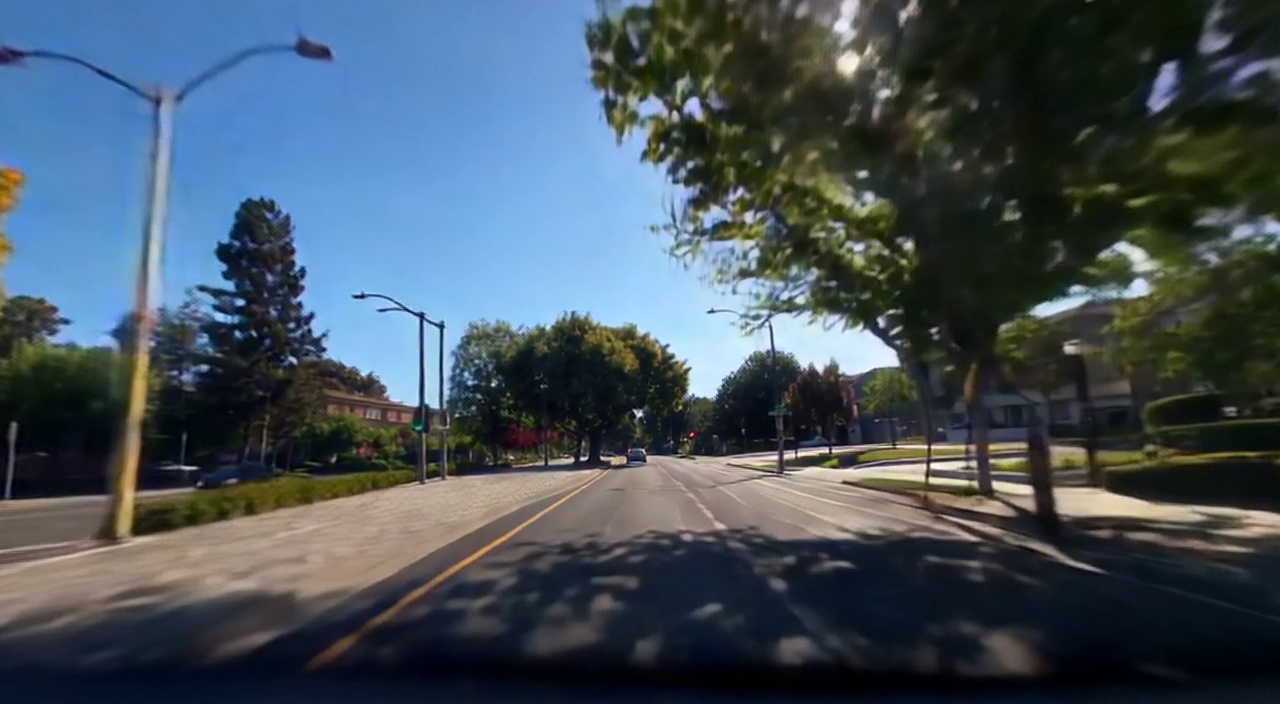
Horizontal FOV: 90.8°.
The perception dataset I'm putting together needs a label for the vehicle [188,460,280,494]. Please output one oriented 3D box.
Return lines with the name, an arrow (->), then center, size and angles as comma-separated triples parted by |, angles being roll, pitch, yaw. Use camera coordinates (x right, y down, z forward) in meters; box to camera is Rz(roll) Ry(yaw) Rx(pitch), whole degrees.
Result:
vehicle -> -21.821, 6.699, 34.185 | 2.014, 1.522, 4.398 | -3, -8, 1
